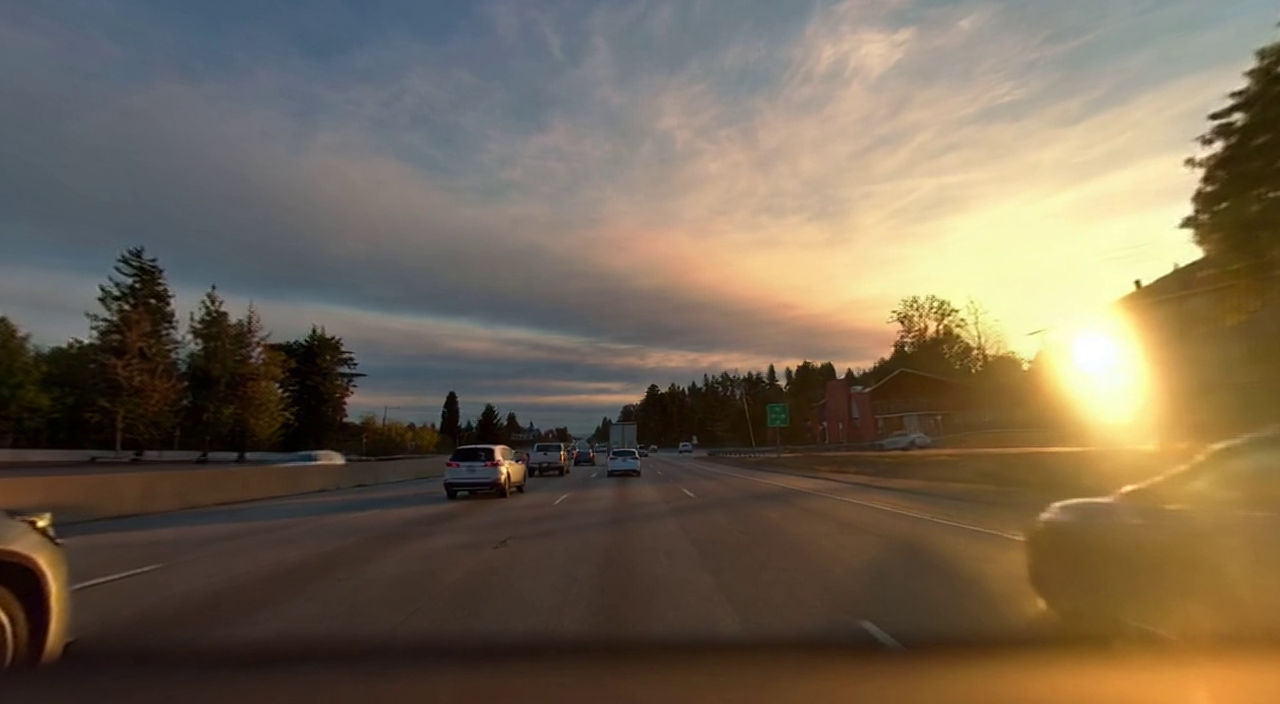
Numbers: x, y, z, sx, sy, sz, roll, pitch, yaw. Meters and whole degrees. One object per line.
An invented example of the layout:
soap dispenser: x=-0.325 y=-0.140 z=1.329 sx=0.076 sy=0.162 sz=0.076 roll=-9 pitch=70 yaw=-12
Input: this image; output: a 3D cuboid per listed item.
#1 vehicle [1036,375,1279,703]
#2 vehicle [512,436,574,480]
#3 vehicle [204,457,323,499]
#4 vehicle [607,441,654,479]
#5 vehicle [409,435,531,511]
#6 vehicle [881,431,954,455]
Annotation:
vehicle: x=3.526 y=0.765 z=1.748 sx=2.027 sy=1.554 sz=4.252 roll=0 pitch=-9 yaw=-1
vehicle: x=-4.676 y=5.230 z=31.344 sx=2.301 sy=1.944 sz=5.482 roll=0 pitch=-9 yaw=-1
vehicle: x=-15.067 y=5.035 z=25.651 sx=1.961 sy=1.461 sz=4.643 roll=0 pitch=-9 yaw=0
vehicle: x=-0.453 y=5.115 z=30.122 sx=2.063 sy=1.703 sz=4.203 roll=0 pitch=-9 yaw=-1
vehicle: x=-4.146 y=3.012 z=16.162 sx=1.988 sy=1.668 sz=4.021 roll=0 pitch=-9 yaw=0
vehicle: x=17.331 y=5.742 z=39.681 sx=1.894 sy=1.458 sz=4.268 roll=2 pitch=-9 yaw=-13
